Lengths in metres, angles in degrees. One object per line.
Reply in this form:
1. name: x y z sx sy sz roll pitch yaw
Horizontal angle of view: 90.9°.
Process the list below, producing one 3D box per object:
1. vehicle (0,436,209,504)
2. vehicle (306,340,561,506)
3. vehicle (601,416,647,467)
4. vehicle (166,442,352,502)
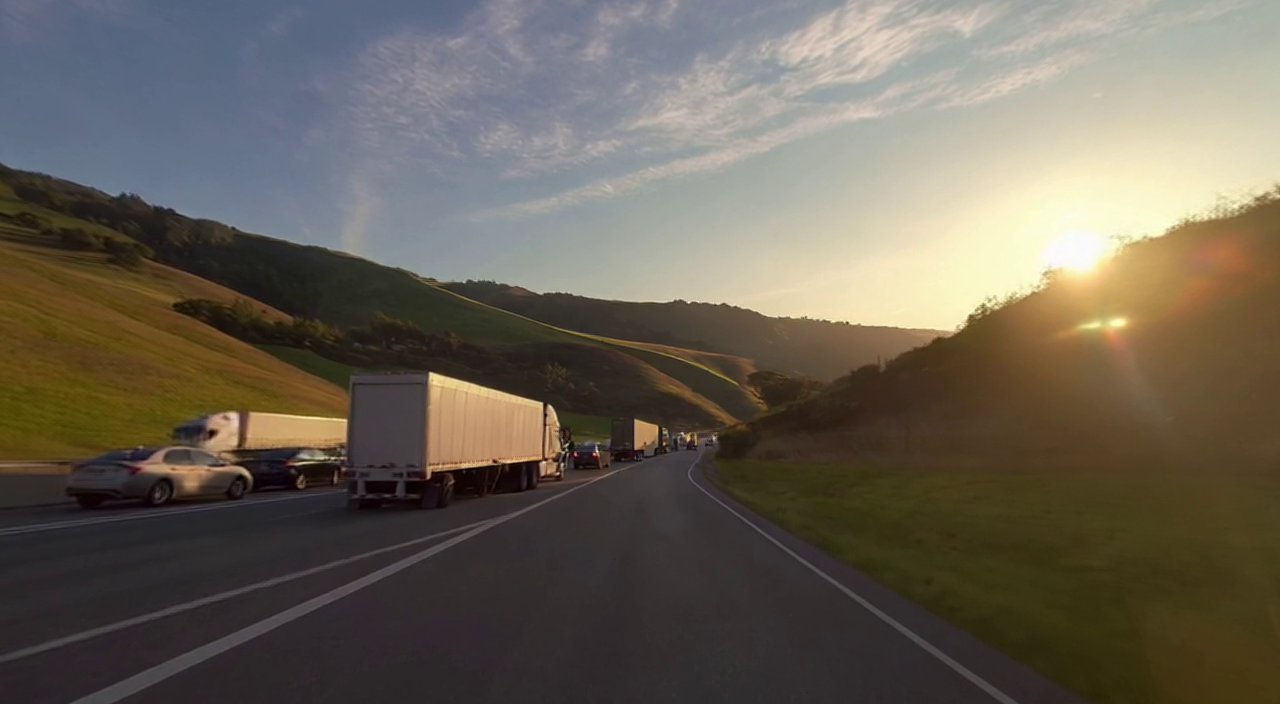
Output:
1. vehicle: -14.873 3.265 17.822 1.943 1.662 4.283 -1 -9 7
2. vehicle: -5.998 2.824 22.701 2.848 4.067 14.314 -1 -9 7
3. vehicle: -1.039 6.835 47.548 2.968 3.439 10.174 0 -9 1
4. vehicle: -10.814 3.421 18.433 1.925 1.493 4.864 -1 -9 8
